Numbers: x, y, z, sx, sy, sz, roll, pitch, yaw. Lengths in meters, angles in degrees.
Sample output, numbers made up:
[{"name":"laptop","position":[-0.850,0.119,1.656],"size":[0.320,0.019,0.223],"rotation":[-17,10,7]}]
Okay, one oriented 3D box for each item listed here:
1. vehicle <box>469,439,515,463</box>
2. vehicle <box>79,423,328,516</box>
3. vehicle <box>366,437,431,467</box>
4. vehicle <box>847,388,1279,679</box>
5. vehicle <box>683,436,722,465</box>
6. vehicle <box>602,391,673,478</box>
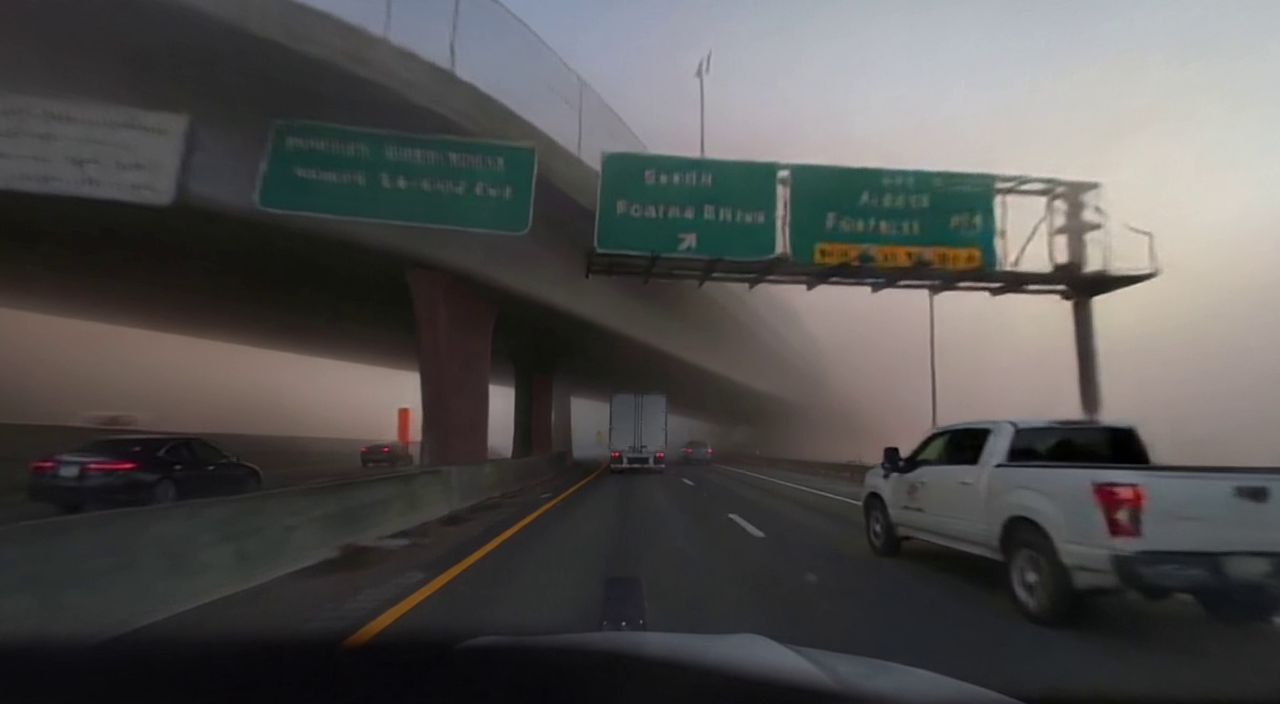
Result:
[{"name":"vehicle","position":[-9.890,6.662,42.508],"size":[2.057,1.506,4.829],"rotation":[0,-9,-2]},{"name":"vehicle","position":[-8.510,2.327,12.971],"size":[2.006,1.562,4.475],"rotation":[0,-9,-2]},{"name":"vehicle","position":[-13.060,5.415,34.391],"size":[1.906,1.510,4.303],"rotation":[0,-9,-2]},{"name":"vehicle","position":[4.074,1.458,6.372],"size":[2.189,1.709,5.131],"rotation":[0,-9,0]},{"name":"vehicle","position":[4.440,7.139,45.704],"size":[2.174,1.968,5.016],"rotation":[0,-9,-1]},{"name":"vehicle","position":[-0.179,4.242,31.573],"size":[2.916,3.584,10.841],"rotation":[0,-9,-1]}]
